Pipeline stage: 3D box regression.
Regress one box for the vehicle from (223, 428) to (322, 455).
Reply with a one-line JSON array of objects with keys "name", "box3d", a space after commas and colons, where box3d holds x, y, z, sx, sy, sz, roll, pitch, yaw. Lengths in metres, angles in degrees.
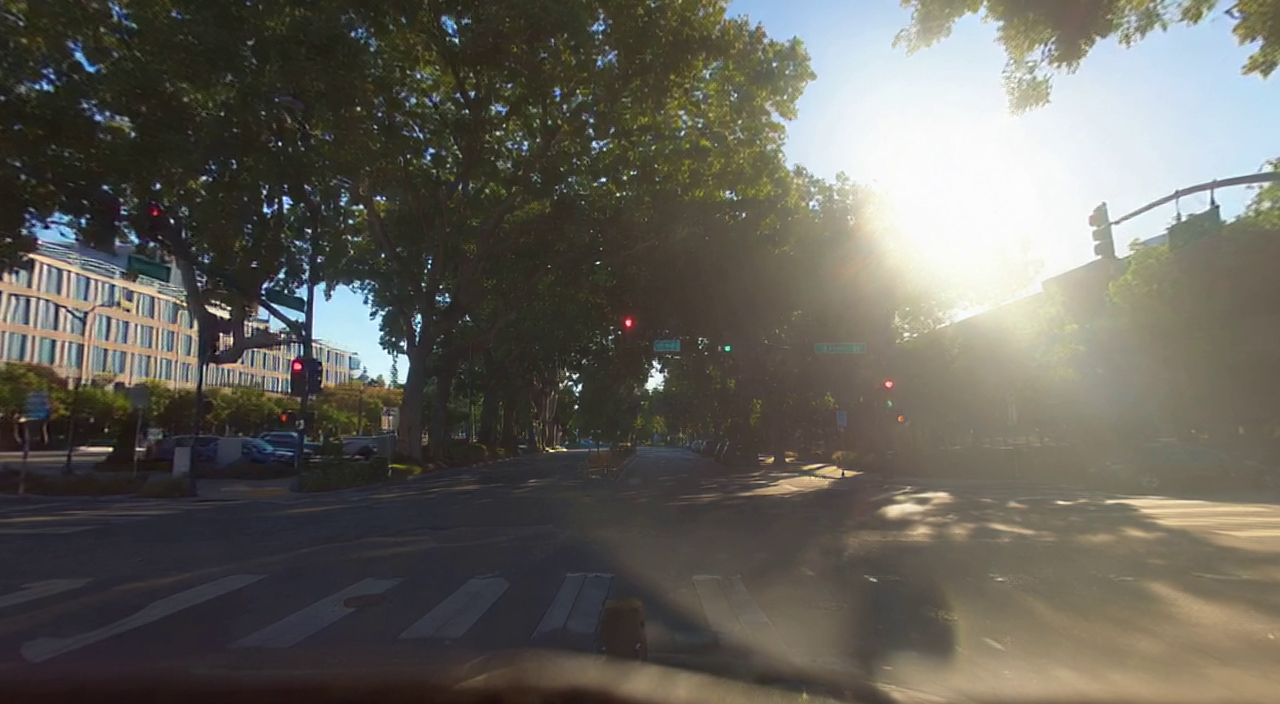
[{"name": "vehicle", "box3d": [-22.411, 5.508, 38.709, 4.765, 1.593, 1.891, 1, -9, -8]}]
